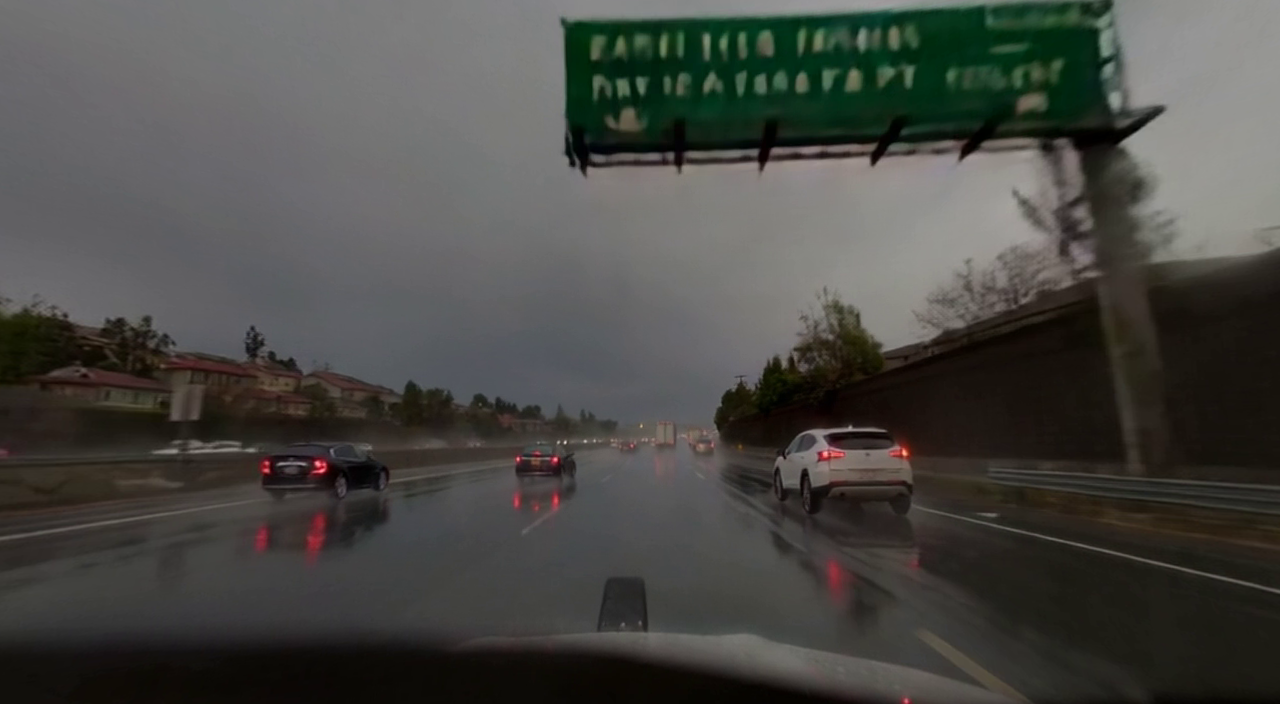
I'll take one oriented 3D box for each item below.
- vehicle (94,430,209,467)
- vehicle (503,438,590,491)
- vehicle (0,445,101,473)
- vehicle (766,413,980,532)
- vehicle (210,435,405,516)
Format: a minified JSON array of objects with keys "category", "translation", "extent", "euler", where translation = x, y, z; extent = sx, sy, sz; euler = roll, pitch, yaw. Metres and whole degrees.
[{"category":"vehicle","translation":[-27.541,5.460,35.683],"extent":[2.130,1.945,5.252],"euler":[0,-9,2]},{"category":"vehicle","translation":[-2.797,3.478,19.741],"extent":[1.947,1.479,4.114],"euler":[0,-9,2]},{"category":"vehicle","translation":[-31.736,5.692,33.720],"extent":[1.745,1.409,4.176],"euler":[0,-9,2]},{"category":"vehicle","translation":[3.840,2.097,11.472],"extent":[2.108,1.709,4.703],"euler":[0,-9,0]},{"category":"vehicle","translation":[-6.970,2.611,13.780],"extent":[1.909,1.482,4.140],"euler":[0,-9,1]}]
